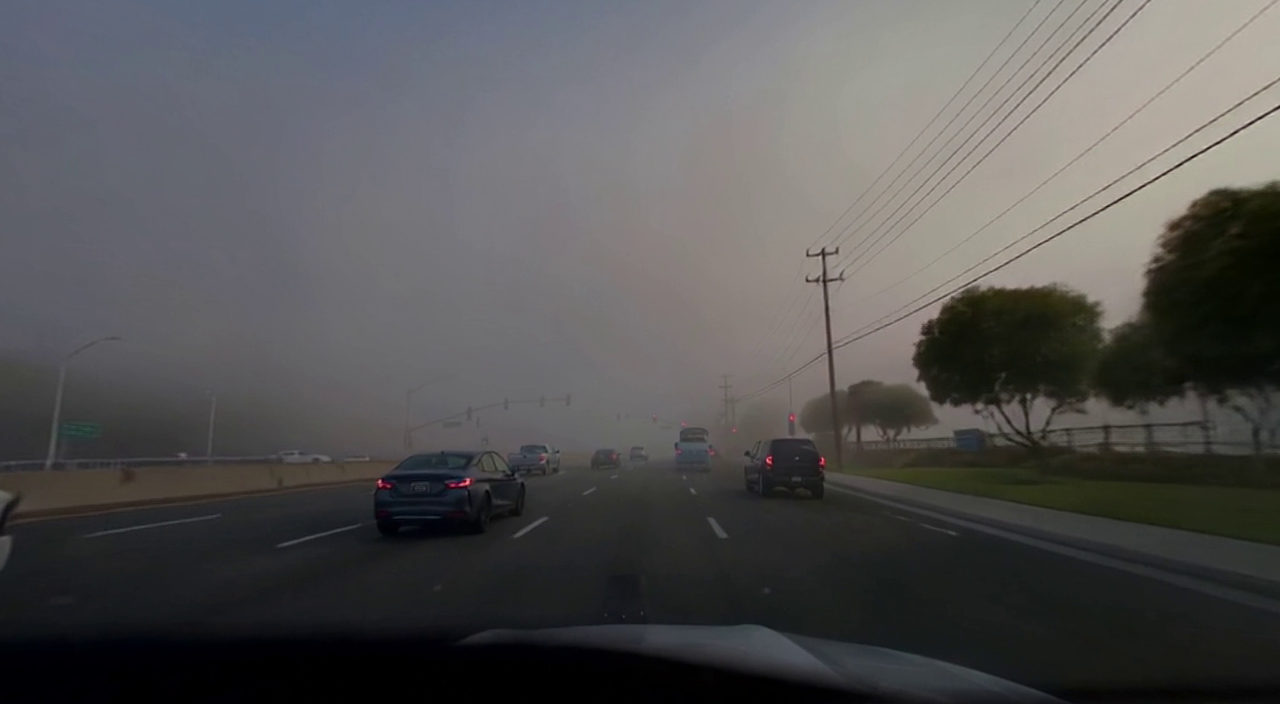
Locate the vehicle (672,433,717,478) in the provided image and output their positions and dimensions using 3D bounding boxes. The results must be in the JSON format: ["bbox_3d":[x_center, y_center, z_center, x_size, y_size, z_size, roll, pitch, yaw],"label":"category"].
[{"bbox_3d":[3.278,6.077,37.142,2.457,2.440,5.486,-1,-9,6],"label":"vehicle"}]

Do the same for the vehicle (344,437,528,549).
[{"bbox_3d":[-3.371,2.380,11.260,1.934,1.643,3.718,0,-9,2],"label":"vehicle"}]

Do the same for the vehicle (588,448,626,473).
[{"bbox_3d":[-2.097,7.025,40.937,1.984,1.567,4.311,-1,-9,4],"label":"vehicle"}]

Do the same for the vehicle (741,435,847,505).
[{"bbox_3d":[4.659,3.635,19.806,2.283,1.923,4.427,0,-9,1],"label":"vehicle"}]
